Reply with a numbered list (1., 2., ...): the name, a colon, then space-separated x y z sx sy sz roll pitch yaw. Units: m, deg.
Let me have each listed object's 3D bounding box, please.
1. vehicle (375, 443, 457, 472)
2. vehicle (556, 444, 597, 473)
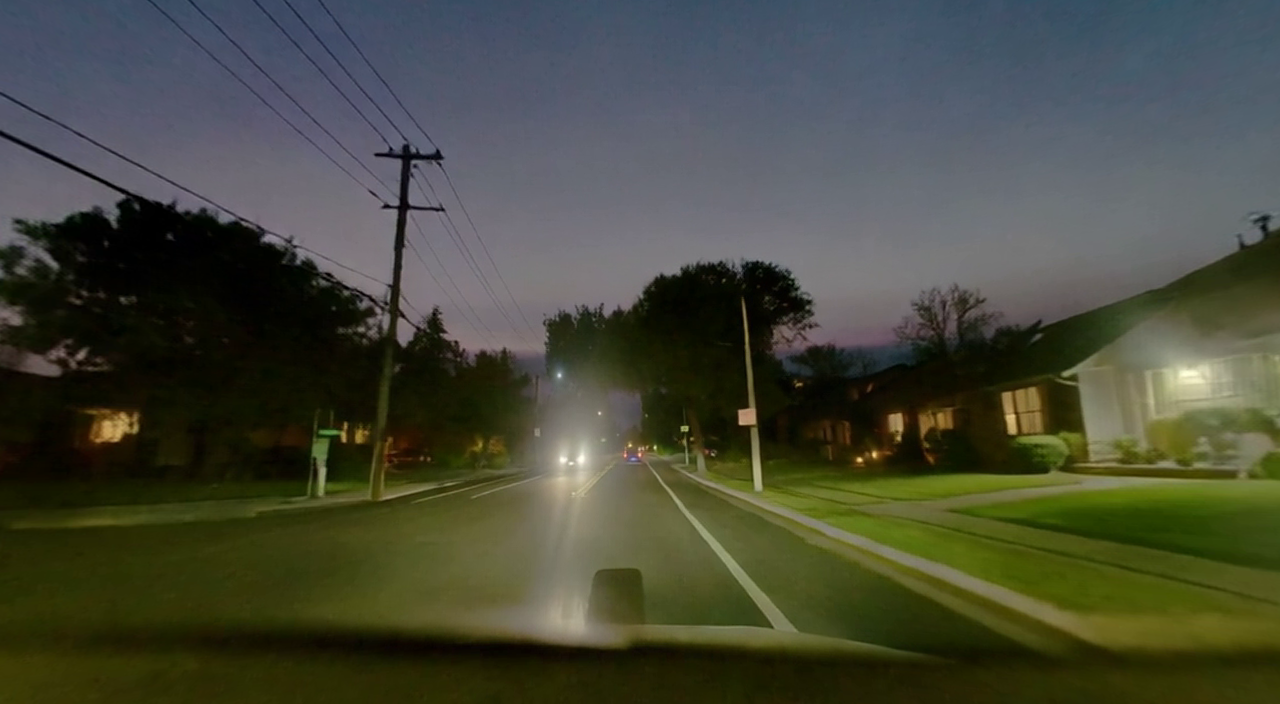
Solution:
1. vehicle: -14.861 7.013 42.113 4.662 1.832 2.063 1 -9 -5
2. vehicle: -4.059 6.912 41.170 2.145 1.762 4.960 0 -9 0
